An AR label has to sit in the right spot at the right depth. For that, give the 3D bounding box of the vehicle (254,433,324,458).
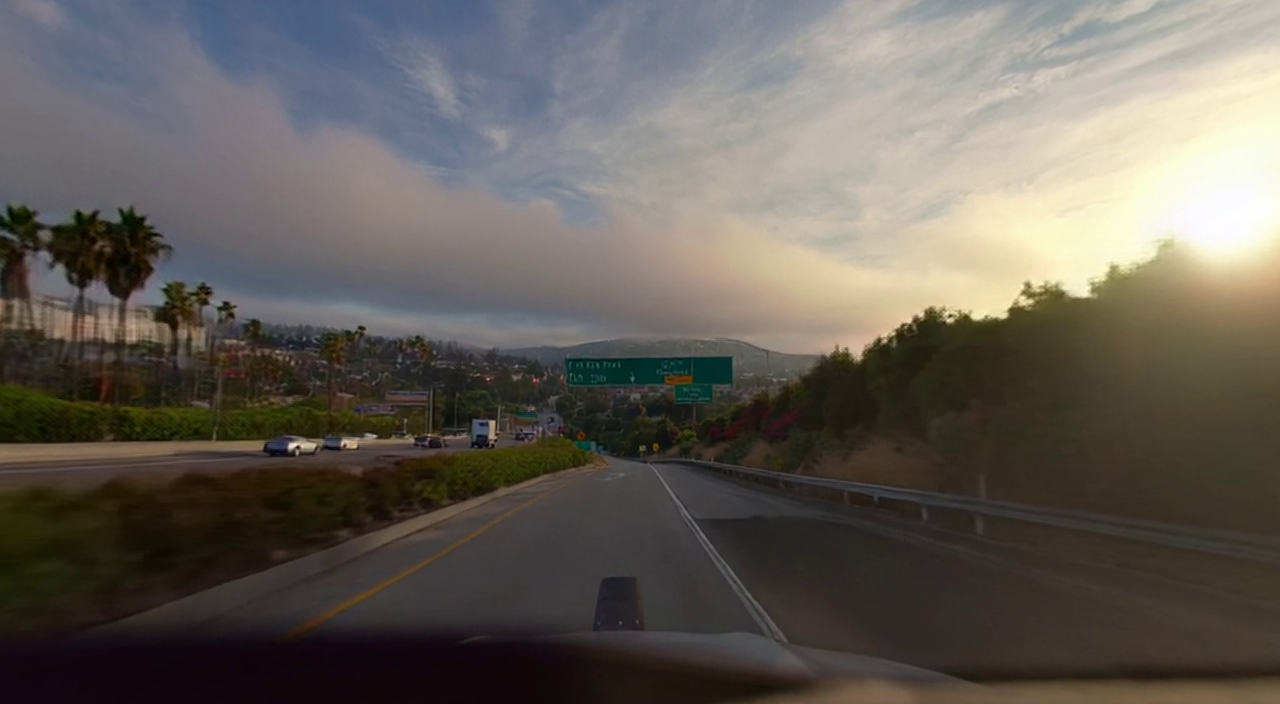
[{"bbox_3d":[-21.960,5.891,39.771,1.933,1.496,4.516,0,-9,-2],"label":"vehicle"}]
